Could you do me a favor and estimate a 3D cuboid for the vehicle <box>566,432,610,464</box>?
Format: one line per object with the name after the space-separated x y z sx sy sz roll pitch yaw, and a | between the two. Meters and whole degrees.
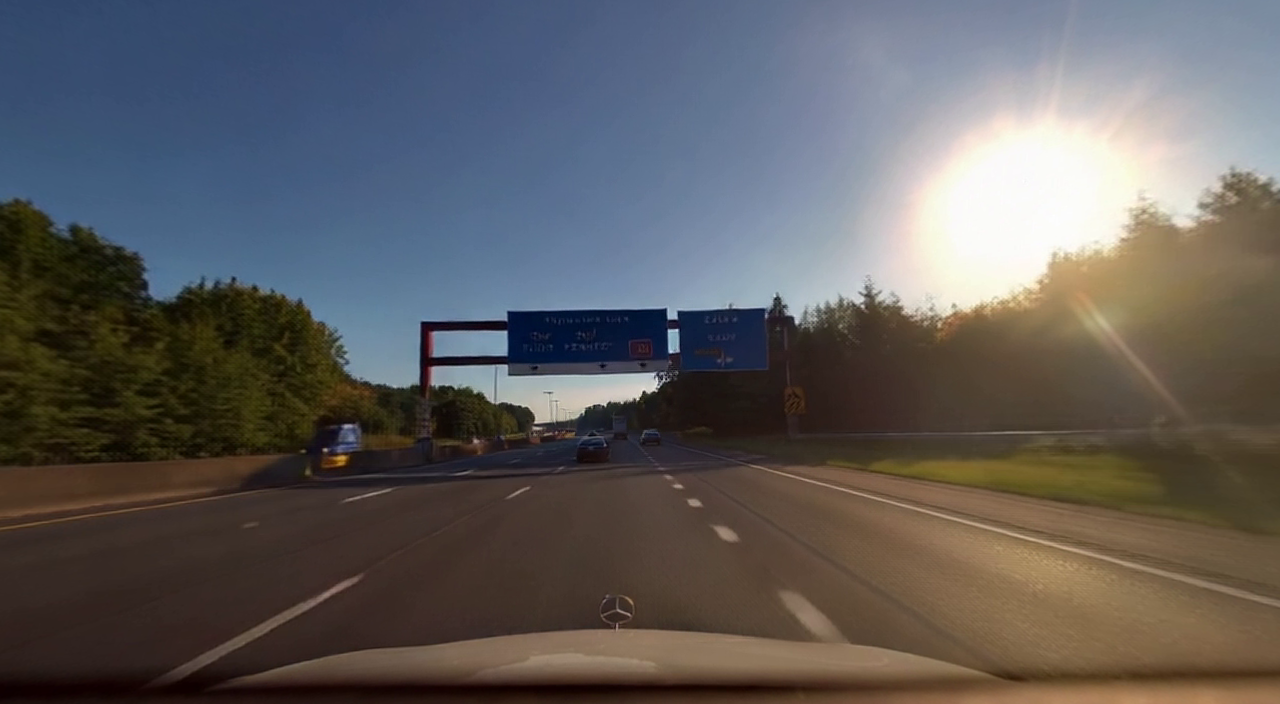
-2.547 4.783 31.686 2.000 1.491 3.913 0 -8 -1 | vehicle
